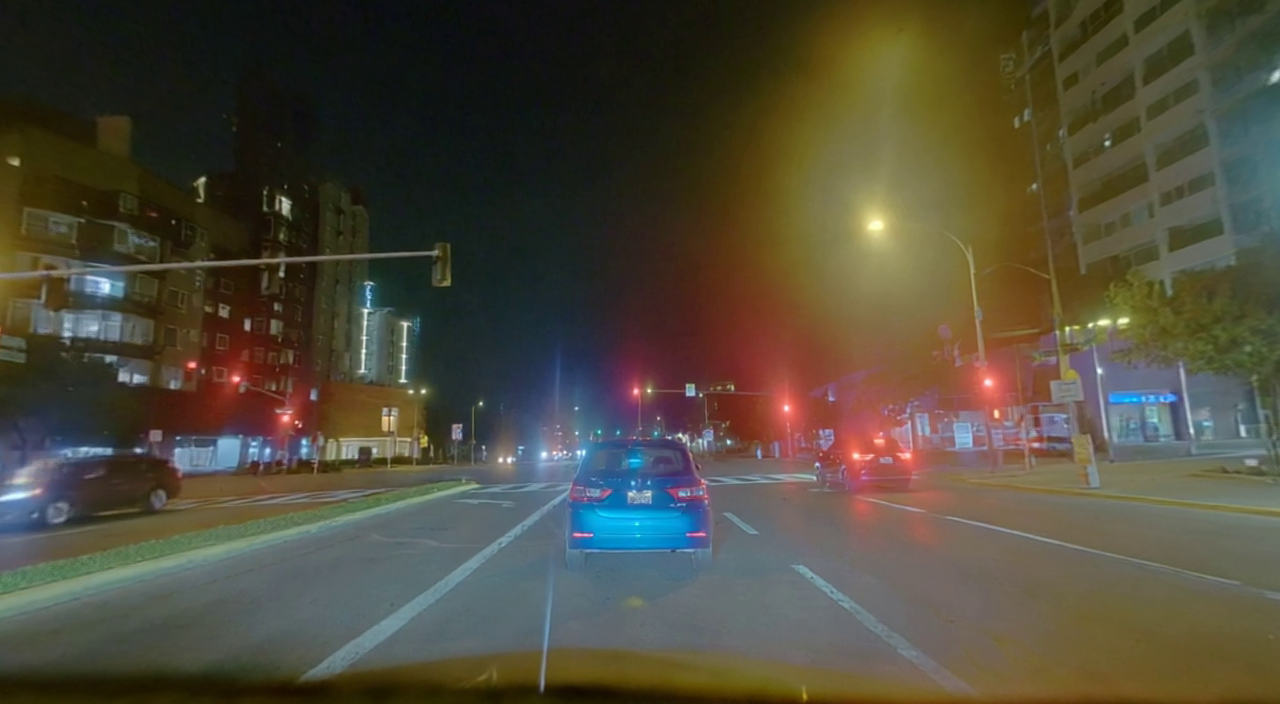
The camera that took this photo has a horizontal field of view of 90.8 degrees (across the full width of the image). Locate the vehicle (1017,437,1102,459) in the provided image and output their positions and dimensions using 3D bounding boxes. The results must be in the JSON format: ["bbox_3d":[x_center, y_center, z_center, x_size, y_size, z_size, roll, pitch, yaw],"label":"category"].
[{"bbox_3d":[29.281,6.680,44.128,4.563,1.454,2.056,1,-9,-5],"label":"vehicle"}]

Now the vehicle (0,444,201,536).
[{"bbox_3d":[-12.645,2.947,14.242,2.097,1.710,4.649,0,-8,0],"label":"vehicle"}]

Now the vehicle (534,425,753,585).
[{"bbox_3d":[-0.021,1.764,8.152,2.070,1.488,4.206,0,-8,-2],"label":"vehicle"}]

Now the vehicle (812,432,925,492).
[{"bbox_3d":[7.056,3.437,20.072,2.039,1.692,4.319,0,-8,1],"label":"vehicle"}]
